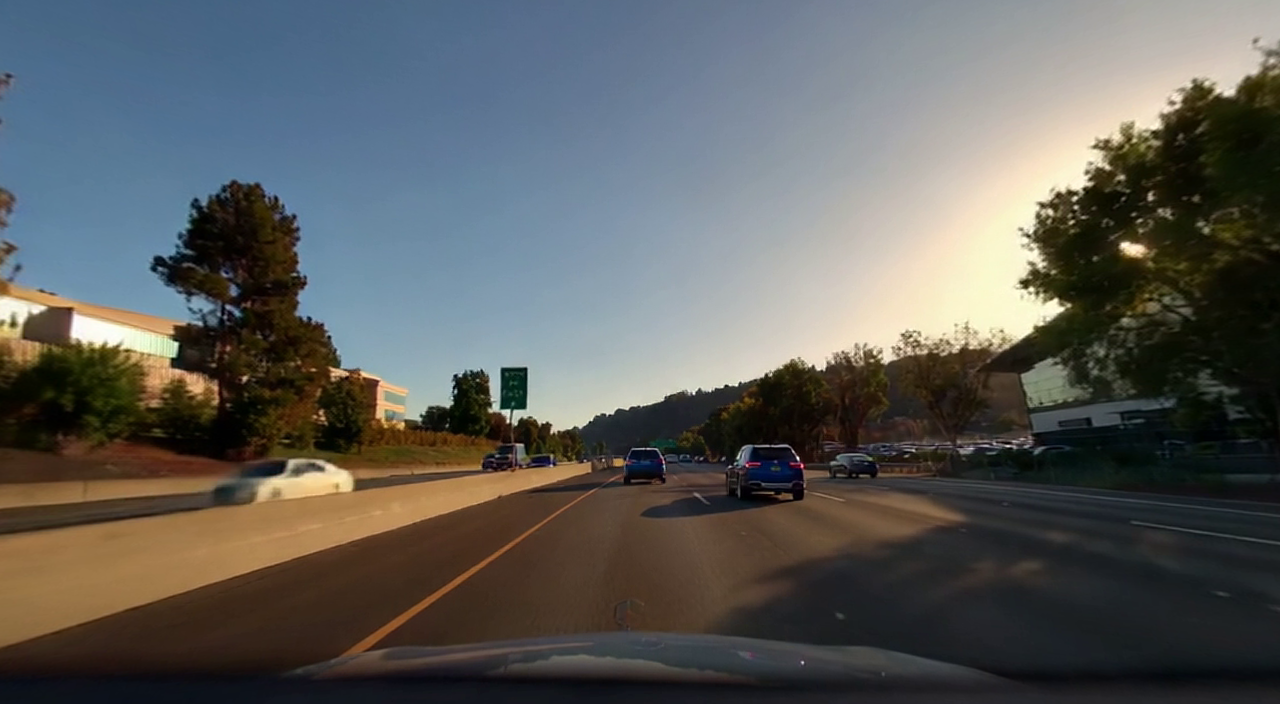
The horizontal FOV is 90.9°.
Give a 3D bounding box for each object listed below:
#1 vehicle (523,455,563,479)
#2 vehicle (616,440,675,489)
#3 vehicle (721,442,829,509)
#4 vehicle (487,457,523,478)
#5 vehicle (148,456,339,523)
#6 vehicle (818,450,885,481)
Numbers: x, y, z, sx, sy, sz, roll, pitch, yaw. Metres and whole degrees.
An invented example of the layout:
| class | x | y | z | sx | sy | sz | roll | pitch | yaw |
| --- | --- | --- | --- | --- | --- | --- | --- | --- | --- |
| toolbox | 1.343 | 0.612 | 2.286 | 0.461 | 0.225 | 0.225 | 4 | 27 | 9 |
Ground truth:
| class | x | y | z | sx | sy | sz | roll | pitch | yaw |
| --- | --- | --- | --- | --- | --- | --- | --- | --- | --- |
| vehicle | -6.460 | 7.731 | 42.660 | 1.830 | 1.466 | 5.021 | 0 | -9 | 1 |
| vehicle | 0.224 | 4.692 | 26.638 | 2.290 | 1.862 | 4.454 | 0 | -8 | 1 |
| vehicle | 3.557 | 3.317 | 17.431 | 2.042 | 1.592 | 4.047 | 0 | -8 | -1 |
| vehicle | -10.360 | 8.892 | 48.666 | 1.810 | 1.486 | 3.800 | 0 | -8 | 1 |
| vehicle | -10.542 | 3.655 | 17.330 | 2.146 | 1.479 | 4.671 | 0 | -8 | 1 |
| vehicle | 11.266 | 6.070 | 34.010 | 1.985 | 1.503 | 4.842 | 0 | -8 | 0 |
